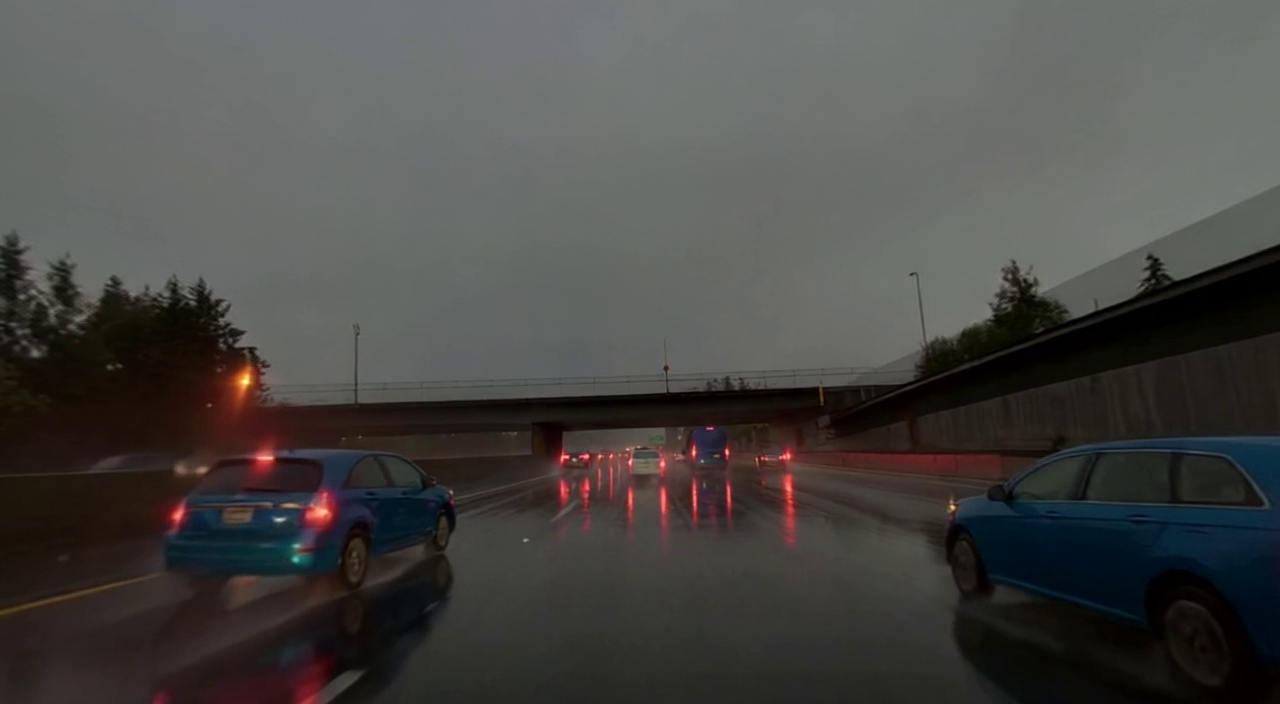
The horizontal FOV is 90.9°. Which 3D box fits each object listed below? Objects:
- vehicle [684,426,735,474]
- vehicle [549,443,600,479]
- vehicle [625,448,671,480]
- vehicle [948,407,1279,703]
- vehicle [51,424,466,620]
[{"bbox_3d":[4.229,6.113,39.605,2.436,2.745,6.607,0,-8,0],"label":"vehicle"},{"bbox_3d":[-3.372,5.687,33.227,2.078,1.706,4.298,-1,-8,2],"label":"vehicle"},{"bbox_3d":[0.369,5.541,31.540,2.174,1.467,4.005,0,-8,0],"label":"vehicle"},{"bbox_3d":[4.158,1.201,4.063,2.085,1.558,4.466,0,-8,0],"label":"vehicle"},{"bbox_3d":[-3.644,1.667,7.118,2.137,1.562,3.926,0,-8,1],"label":"vehicle"}]
